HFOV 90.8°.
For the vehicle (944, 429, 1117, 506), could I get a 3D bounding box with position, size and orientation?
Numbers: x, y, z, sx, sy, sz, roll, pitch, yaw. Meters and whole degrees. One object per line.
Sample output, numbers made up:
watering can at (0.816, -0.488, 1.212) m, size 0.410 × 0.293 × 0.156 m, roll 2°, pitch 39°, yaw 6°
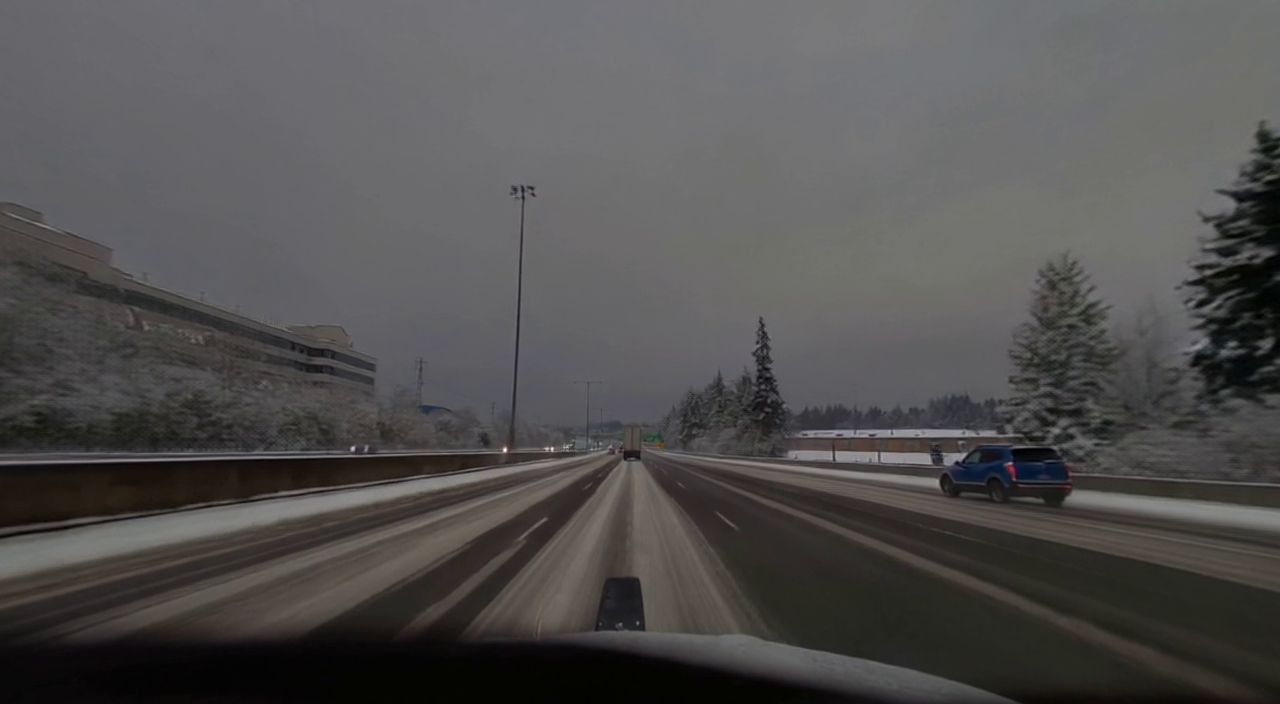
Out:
vehicle at (13.273, 3.946, 22.026) m, size 2.411 × 2.326 × 5.300 m, roll 0°, pitch -9°, yaw -2°
